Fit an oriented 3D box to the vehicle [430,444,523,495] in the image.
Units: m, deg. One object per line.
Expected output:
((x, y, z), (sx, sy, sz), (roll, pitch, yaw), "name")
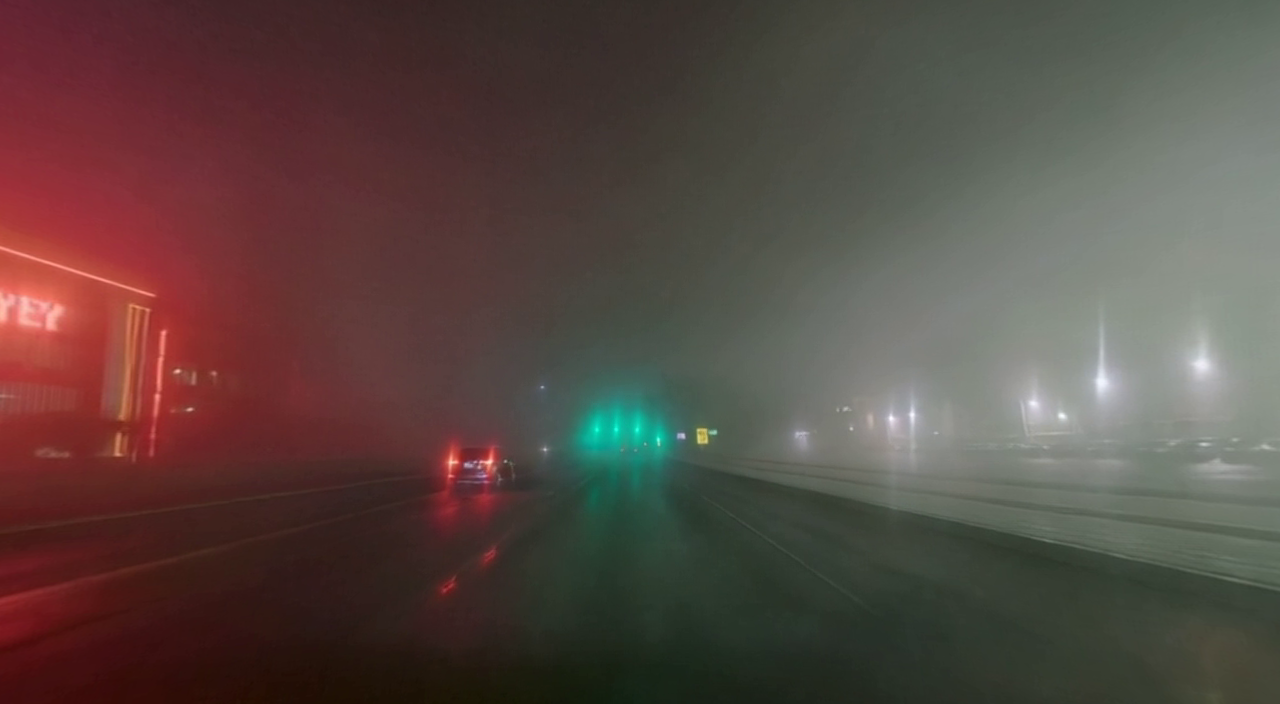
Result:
((-5.332, 3.872, 21.166), (1.943, 1.510, 4.201), (0, -9, 0), "vehicle")
